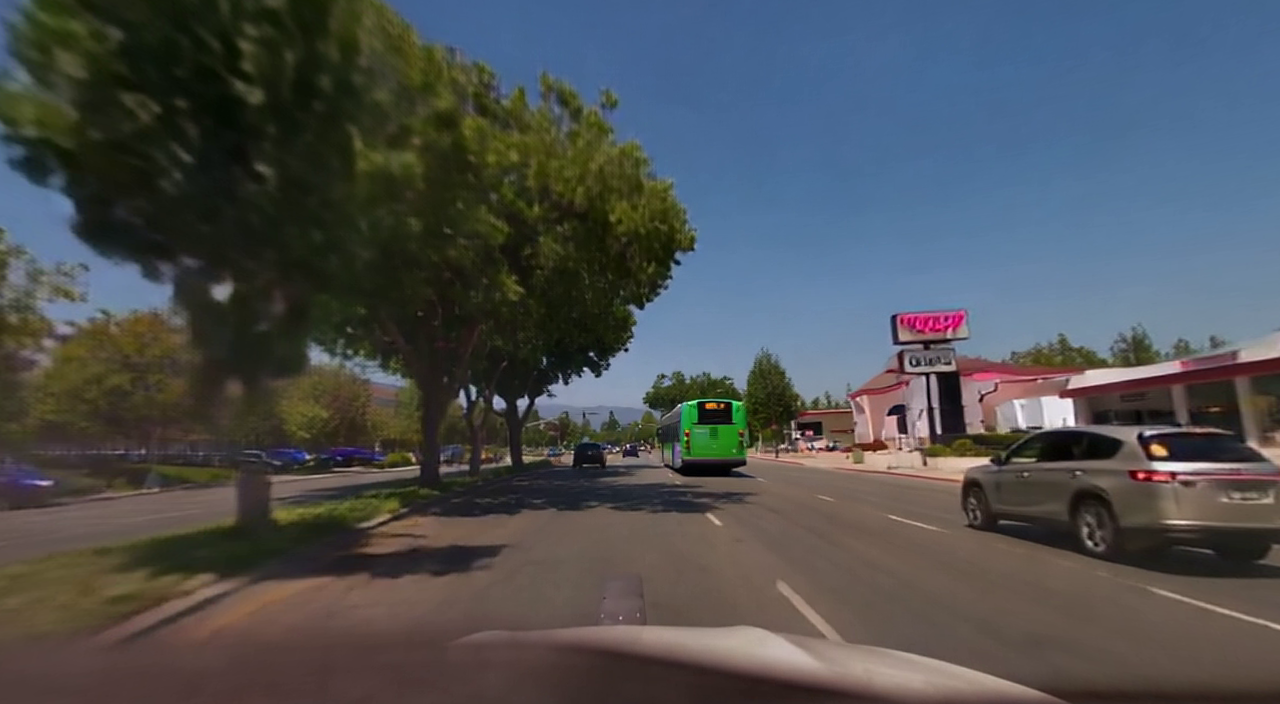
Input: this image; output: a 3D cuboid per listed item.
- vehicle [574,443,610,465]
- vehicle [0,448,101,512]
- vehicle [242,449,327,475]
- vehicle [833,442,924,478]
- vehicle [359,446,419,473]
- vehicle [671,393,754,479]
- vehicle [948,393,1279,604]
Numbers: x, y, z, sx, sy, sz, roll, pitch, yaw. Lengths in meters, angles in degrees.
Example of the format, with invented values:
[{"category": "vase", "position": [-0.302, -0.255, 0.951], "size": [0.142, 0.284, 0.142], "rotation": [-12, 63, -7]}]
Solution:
[{"category": "vehicle", "position": [-3.273, 7.082, 43.738], "size": [2.211, 1.416, 4.179], "rotation": [0, -8, -1]}, {"category": "vehicle", "position": [-19.128, 3.729, 18.253], "size": [2.277, 1.764, 5.283], "rotation": [-2, -8, 0]}, {"category": "vehicle", "position": [-25.023, 7.725, 44.377], "size": [4.724, 1.734, 2.076], "rotation": [0, -8, 1]}, {"category": "vehicle", "position": [10.505, 4.766, 28.185], "size": [2.073, 1.443, 4.860], "rotation": [0, -8, -2]}, {"category": "vehicle", "position": [-19.230, 8.221, 48.510], "size": [2.123, 1.905, 5.972], "rotation": [-2, -9, 1]}, {"category": "vehicle", "position": [3.018, 3.900, 28.960], "size": [2.766, 3.306, 9.281], "rotation": [0, -8, 0]}, {"category": "vehicle", "position": [6.029, 1.564, 7.671], "size": [2.129, 1.754, 4.668], "rotation": [0, -8, 0]}]
